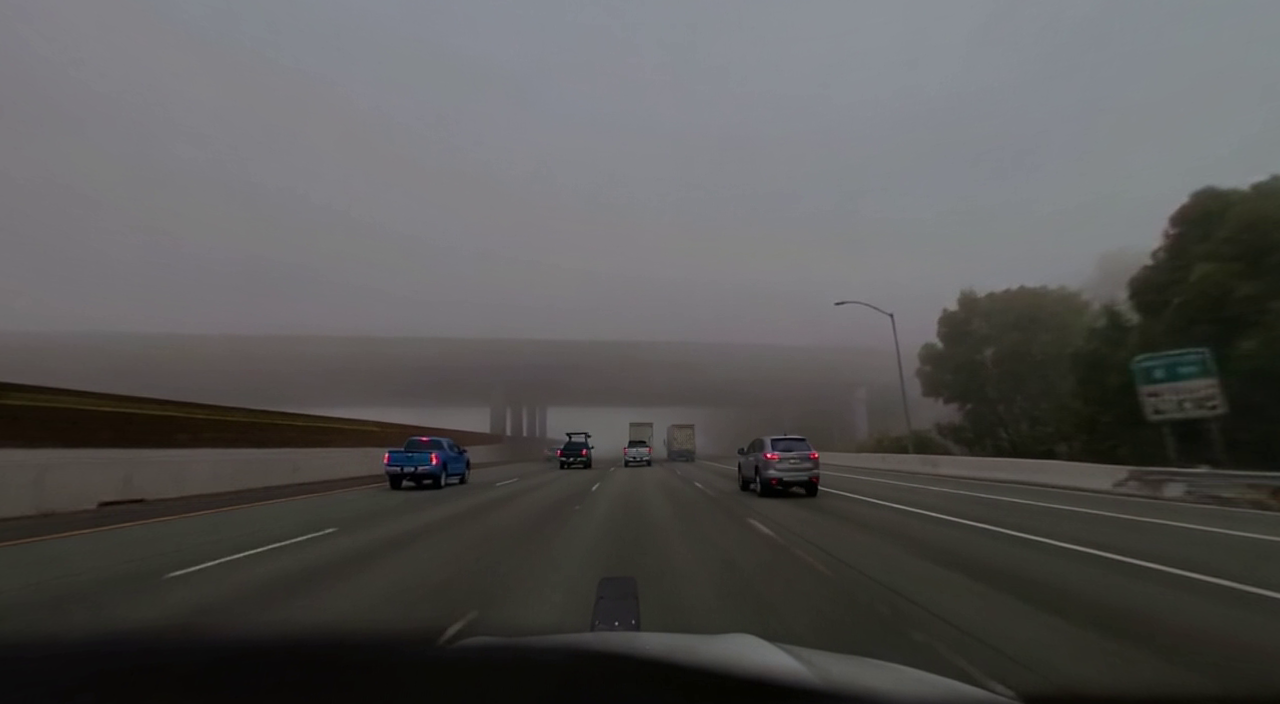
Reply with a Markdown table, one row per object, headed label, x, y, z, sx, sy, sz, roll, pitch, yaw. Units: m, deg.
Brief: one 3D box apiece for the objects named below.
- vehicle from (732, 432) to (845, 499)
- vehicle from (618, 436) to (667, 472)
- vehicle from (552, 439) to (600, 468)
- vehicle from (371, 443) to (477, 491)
| label | x | y | z | sx | sy | sz | roll | pitch | yaw |
| --- | --- | --- | --- | --- | --- | --- | --- | --- | --- |
| vehicle | 3.984 | 3.127 | 17.748 | 2.119 | 1.653 | 4.000 | 0 | -9 | -1 |
| vehicle | 0.125 | 5.774 | 35.985 | 2.572 | 1.837 | 5.693 | 0 | -9 | 0 |
| vehicle | -4.011 | 6.500 | 40.654 | 2.535 | 1.715 | 5.030 | 0 | -9 | 0 |
| vehicle | -7.188 | 3.841 | 21.588 | 1.947 | 1.444 | 4.595 | 0 | -9 | 1 |
